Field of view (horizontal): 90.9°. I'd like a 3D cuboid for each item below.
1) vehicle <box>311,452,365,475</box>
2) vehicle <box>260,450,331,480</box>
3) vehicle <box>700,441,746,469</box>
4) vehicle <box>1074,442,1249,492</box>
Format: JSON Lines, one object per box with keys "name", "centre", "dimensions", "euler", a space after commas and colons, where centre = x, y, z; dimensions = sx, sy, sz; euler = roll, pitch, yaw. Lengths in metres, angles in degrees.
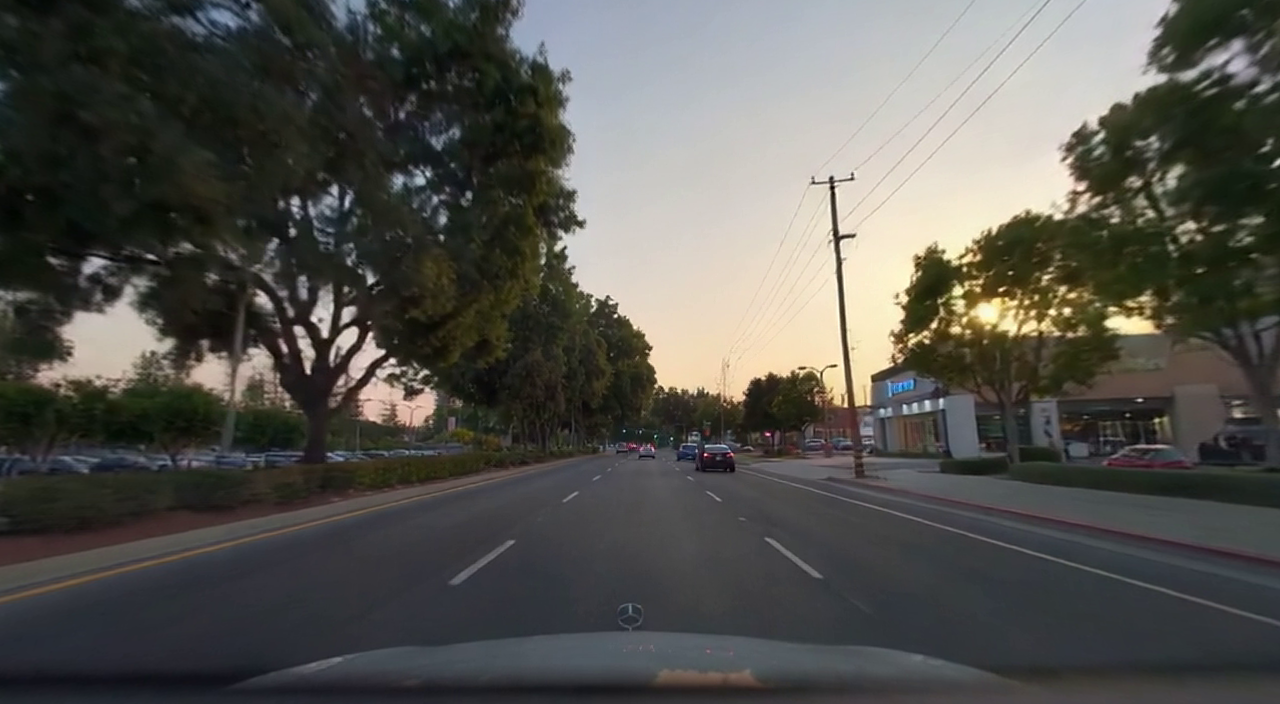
{"name": "vehicle", "centre": [-22.470, 8.288, 47.096], "dimensions": [1.674, 1.483, 4.741], "euler": [-3, -8, 1]}
{"name": "vehicle", "centre": [-22.276, 7.287, 41.011], "dimensions": [1.939, 1.780, 5.057], "euler": [0, -8, -2]}
{"name": "vehicle", "centre": [4.521, 5.693, 35.002], "dimensions": [1.916, 1.459, 4.335], "euler": [0, -8, -1]}
{"name": "vehicle", "centre": [17.005, 3.752, 20.741], "dimensions": [3.907, 1.540, 2.017], "euler": [0, -8, 2]}
